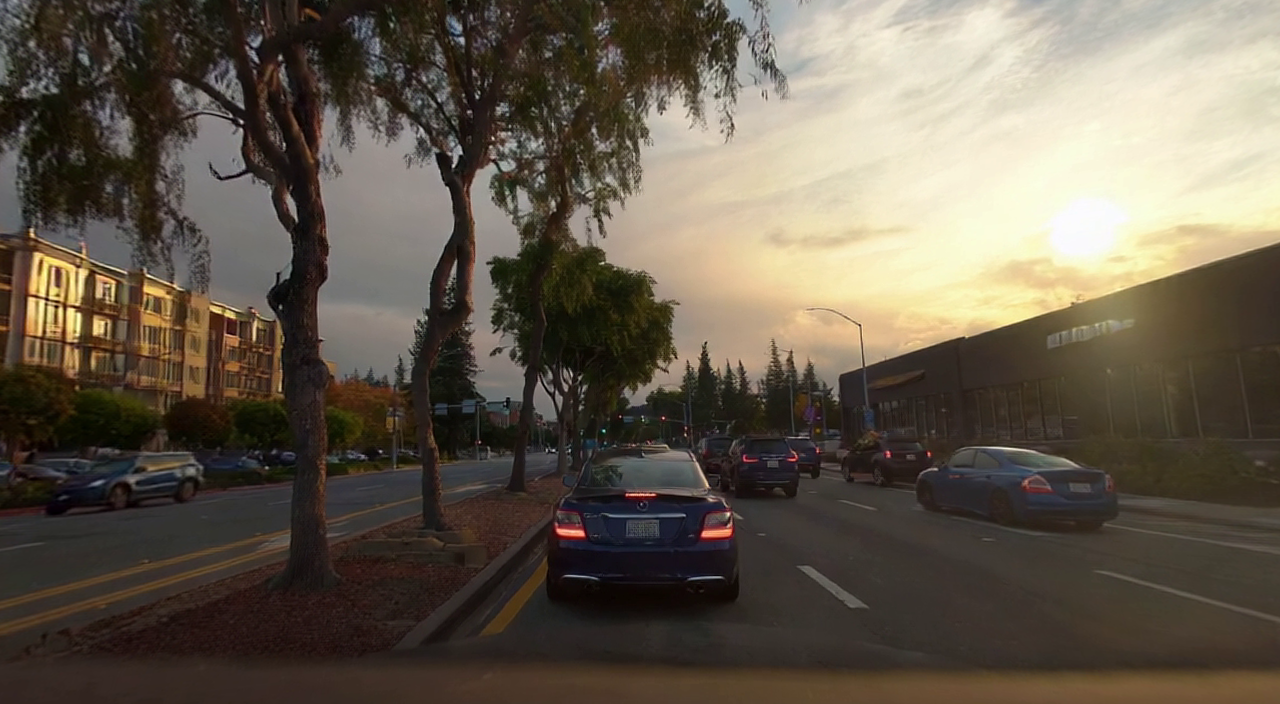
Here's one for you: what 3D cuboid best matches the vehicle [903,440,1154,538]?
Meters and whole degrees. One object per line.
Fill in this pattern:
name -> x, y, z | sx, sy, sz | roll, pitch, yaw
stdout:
vehicle -> 6.845, 2.408, 11.842 | 1.911, 1.468, 4.417 | 0, -8, 0

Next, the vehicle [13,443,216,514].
vehicle -> -14.741, 3.510, 18.128 | 2.163, 1.743, 4.428 | 0, -8, -4

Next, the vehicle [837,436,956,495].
vehicle -> 7.944, 3.524, 20.045 | 1.963, 1.637, 4.527 | 0, -8, 1

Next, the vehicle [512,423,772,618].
vehicle -> -0.014, 1.611, 7.058 | 1.977, 1.465, 4.376 | 0, -8, -1

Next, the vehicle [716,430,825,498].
vehicle -> 3.631, 3.203, 18.470 | 2.114, 1.736, 4.553 | 0, -8, -1
